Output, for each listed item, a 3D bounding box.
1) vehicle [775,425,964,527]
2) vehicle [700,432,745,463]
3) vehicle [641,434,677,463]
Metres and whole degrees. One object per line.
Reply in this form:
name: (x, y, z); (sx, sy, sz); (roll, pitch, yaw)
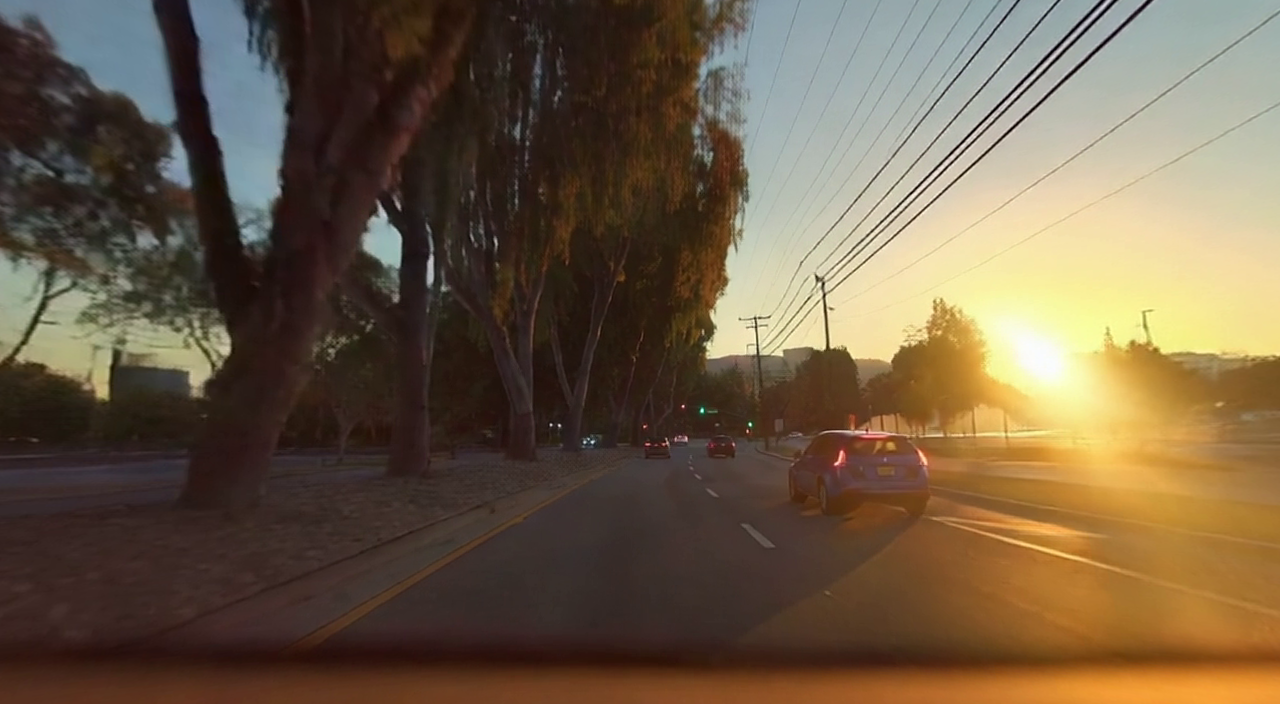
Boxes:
vehicle: (3.940, 2.202, 11.753); (1.881, 1.512, 4.294); (-1, -9, 0)
vehicle: (5.269, 6.157, 40.854); (2.254, 1.840, 4.918); (-1, -9, 1)
vehicle: (1.285, 6.212, 40.664); (2.163, 1.746, 4.073); (-1, -9, 3)
